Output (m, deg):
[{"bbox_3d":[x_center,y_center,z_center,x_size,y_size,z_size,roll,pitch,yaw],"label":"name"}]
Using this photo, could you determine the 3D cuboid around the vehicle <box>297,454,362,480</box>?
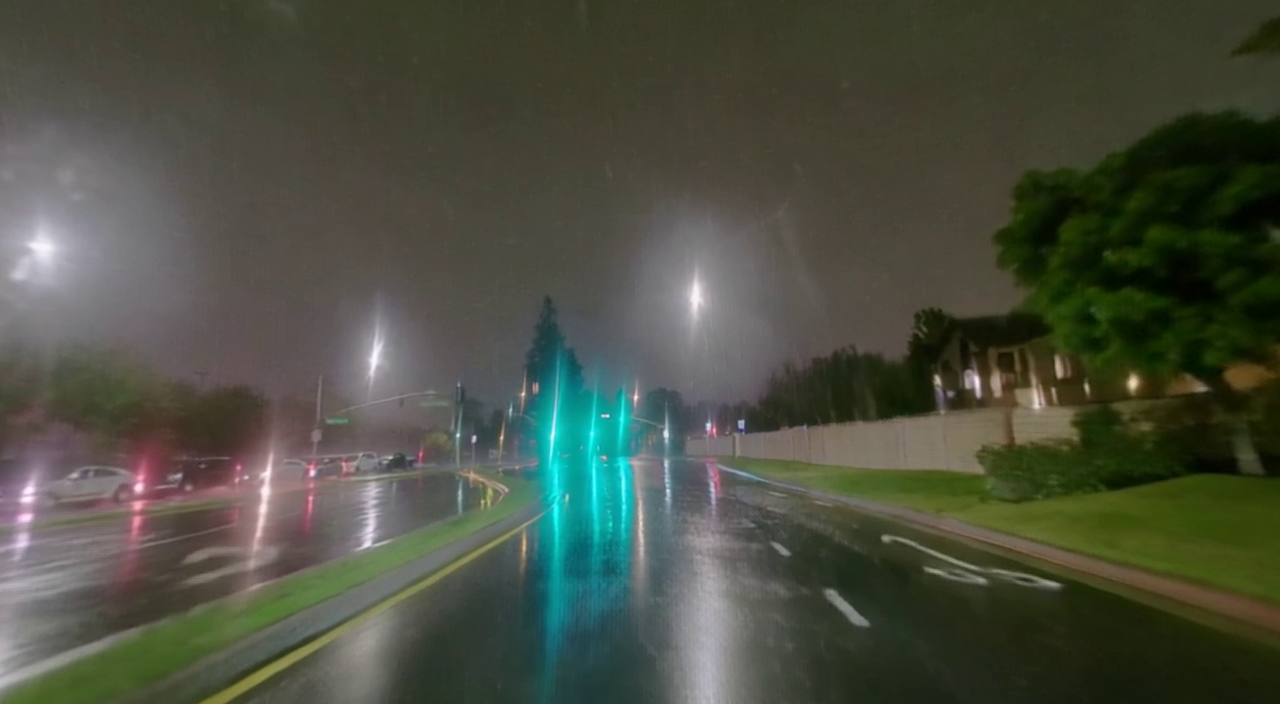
[{"bbox_3d":[-21.280,7.872,43.425,1.883,1.506,4.863,1,-8,2],"label":"vehicle"}]

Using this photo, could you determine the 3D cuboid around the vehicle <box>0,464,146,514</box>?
[{"bbox_3d":[-21.619,5.012,23.533,1.919,1.497,5.140,-1,-8,4],"label":"vehicle"}]

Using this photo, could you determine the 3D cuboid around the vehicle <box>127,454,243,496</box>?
[{"bbox_3d":[-21.631,5.840,30.251,1.974,1.704,4.628,1,-8,2],"label":"vehicle"}]

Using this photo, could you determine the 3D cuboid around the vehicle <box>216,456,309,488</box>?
[{"bbox_3d":[-21.437,6.830,36.114,1.954,1.575,5.225,0,-8,2],"label":"vehicle"}]
